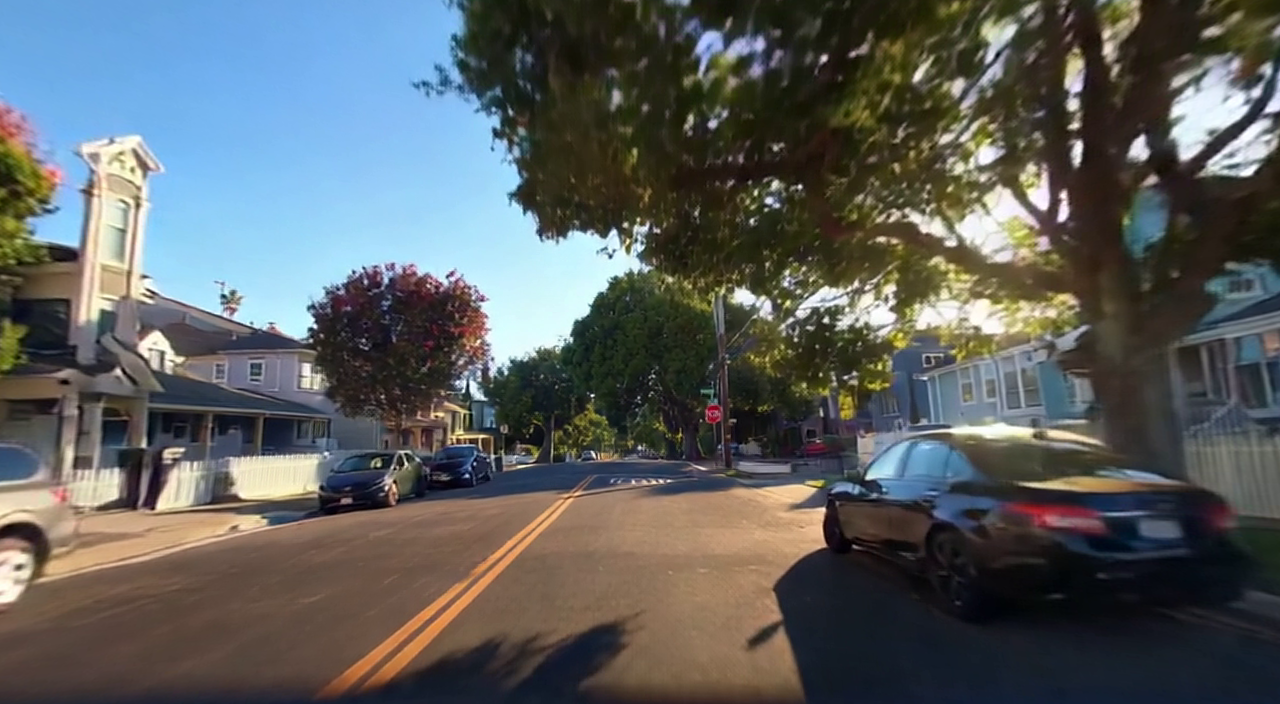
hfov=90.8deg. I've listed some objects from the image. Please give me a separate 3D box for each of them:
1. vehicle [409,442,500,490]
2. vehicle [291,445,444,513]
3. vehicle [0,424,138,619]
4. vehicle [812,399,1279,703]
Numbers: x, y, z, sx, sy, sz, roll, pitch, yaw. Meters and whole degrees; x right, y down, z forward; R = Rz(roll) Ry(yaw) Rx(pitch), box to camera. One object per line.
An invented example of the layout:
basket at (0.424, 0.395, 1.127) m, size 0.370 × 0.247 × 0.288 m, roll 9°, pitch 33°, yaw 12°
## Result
vehicle at (-6.698, 4.133, 23.302) m, size 2.026 × 1.560 × 4.062 m, roll -1°, pitch -8°, yaw 1°
vehicle at (-6.870, 3.213, 16.564) m, size 2.056 × 1.481 × 4.451 m, roll 0°, pitch -8°, yaw 0°
vehicle at (-6.584, 1.381, 4.752) m, size 1.896 × 1.703 × 4.586 m, roll 0°, pitch -8°, yaw -1°
vehicle at (3.334, 1.397, 5.860) m, size 1.963 × 1.536 × 5.446 m, roll 0°, pitch -8°, yaw 0°
